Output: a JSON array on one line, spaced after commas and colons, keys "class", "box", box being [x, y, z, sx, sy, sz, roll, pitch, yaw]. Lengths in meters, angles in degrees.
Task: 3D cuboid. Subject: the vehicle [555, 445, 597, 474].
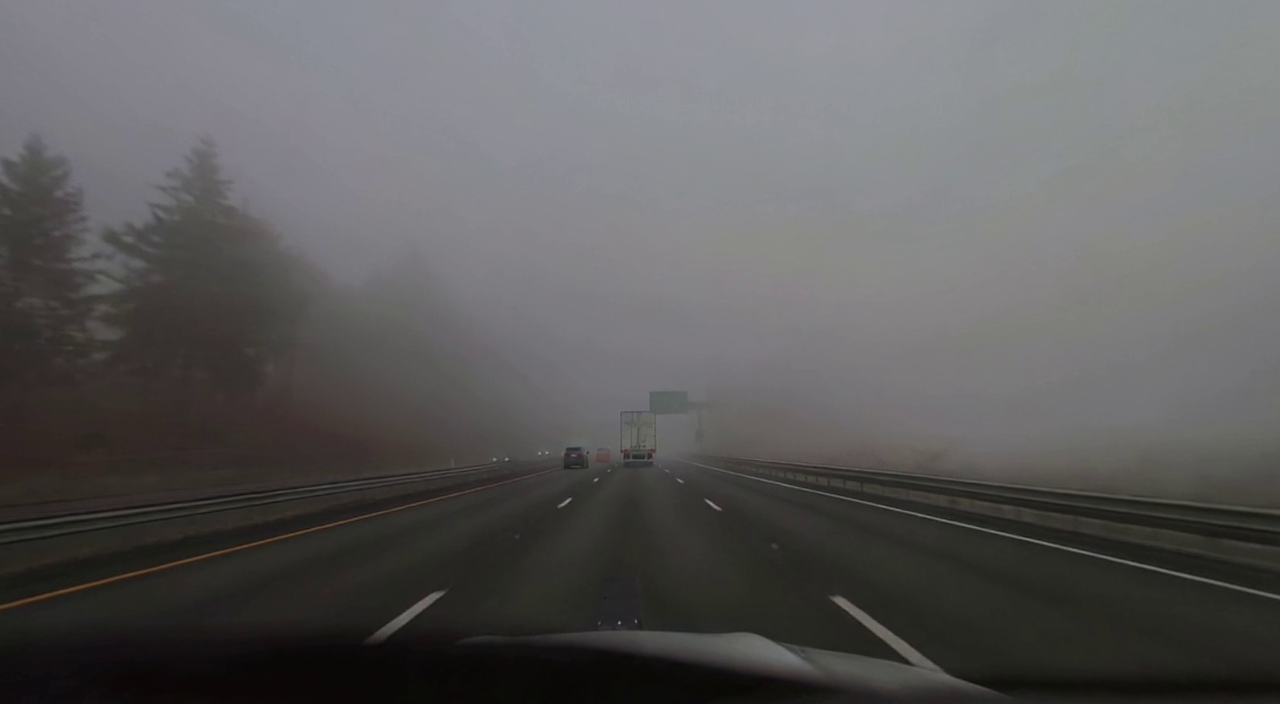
[{"class": "vehicle", "box": [-3.771, 6.412, 37.628, 2.112, 1.645, 4.129, 0, -9, -1]}]
